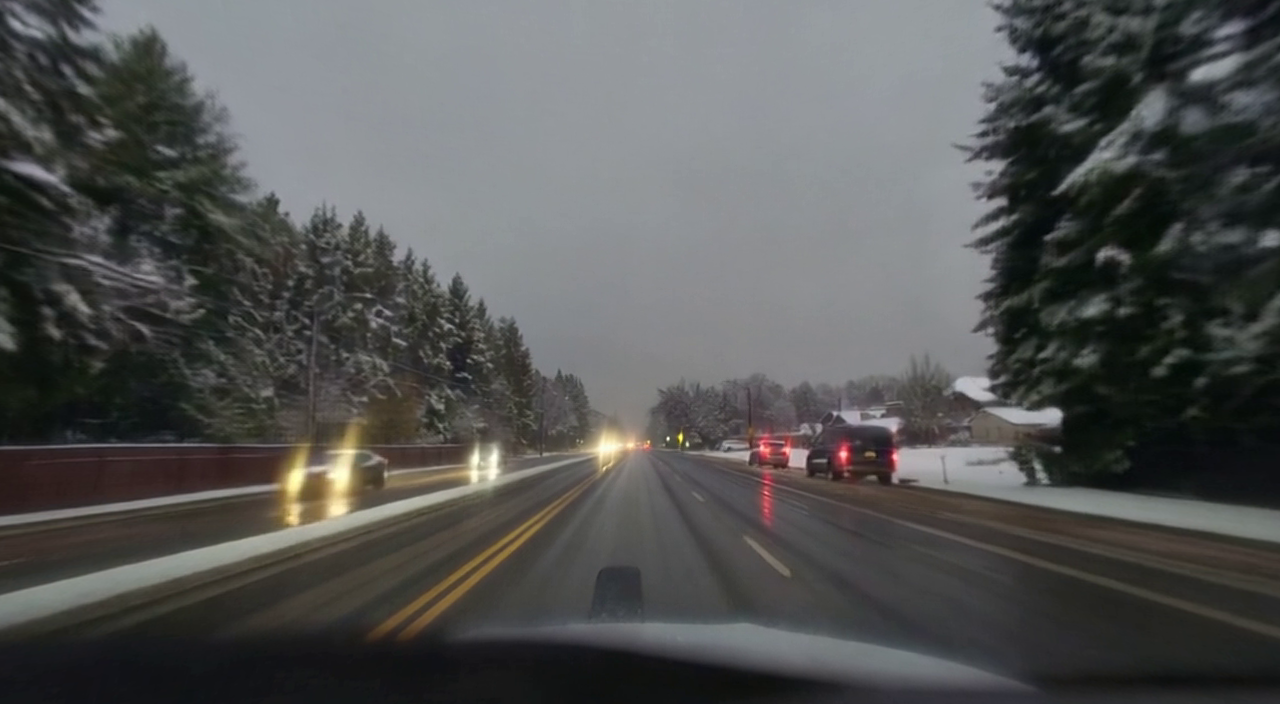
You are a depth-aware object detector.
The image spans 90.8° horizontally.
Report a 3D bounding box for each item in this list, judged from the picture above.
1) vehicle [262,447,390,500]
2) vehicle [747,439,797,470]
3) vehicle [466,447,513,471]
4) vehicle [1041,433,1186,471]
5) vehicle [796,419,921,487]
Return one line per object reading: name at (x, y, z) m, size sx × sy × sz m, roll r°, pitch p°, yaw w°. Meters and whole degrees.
vehicle at (-10.000, 3.865, 20.582) m, size 1.958 × 1.524 × 4.314 m, roll 0°, pitch -8°, yaw 0°
vehicle at (7.431, 5.818, 35.932) m, size 1.965 × 1.623 × 4.096 m, roll 0°, pitch -8°, yaw 1°
vehicle at (-9.742, 6.929, 41.335) m, size 1.910 × 1.452 × 4.447 m, roll 0°, pitch -8°, yaw 1°
vehicle at (19.549, 4.120, 26.298) m, size 4.336 × 1.480 × 1.926 m, roll -2°, pitch -8°, yaw 16°
vehicle at (7.480, 3.542, 22.444) m, size 2.278 × 2.079 × 5.861 m, roll 0°, pitch -8°, yaw 0°
